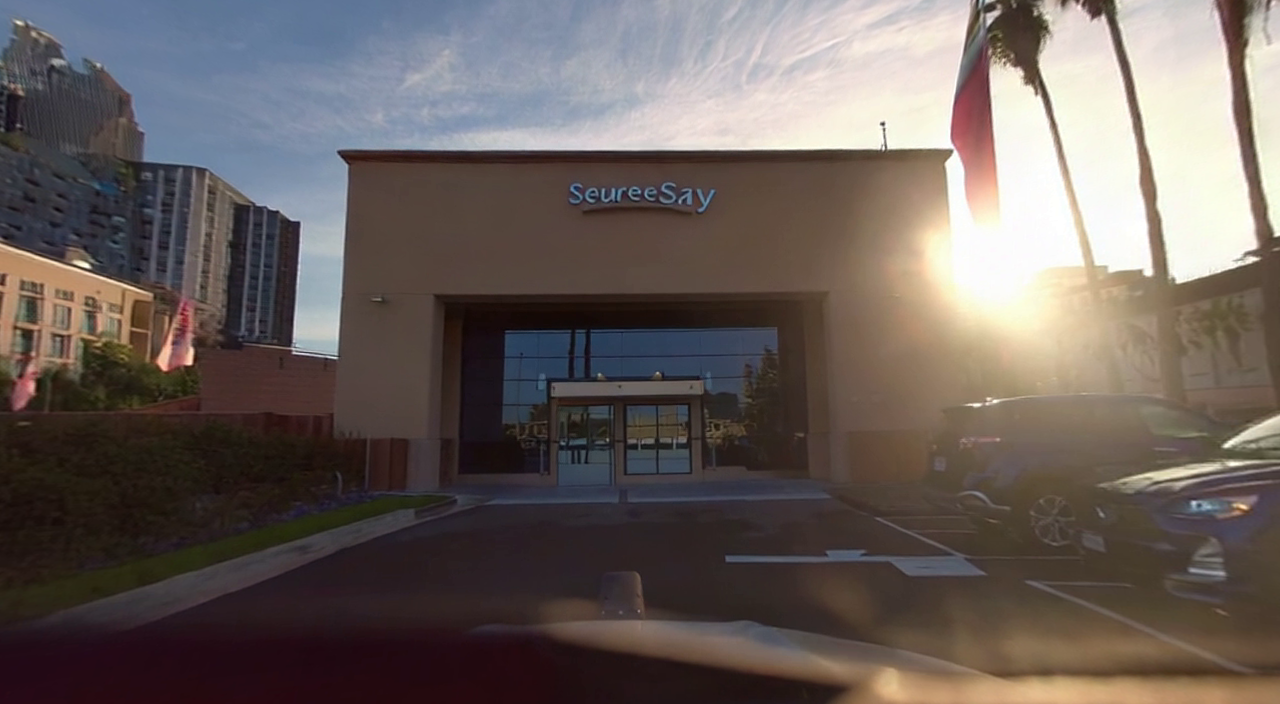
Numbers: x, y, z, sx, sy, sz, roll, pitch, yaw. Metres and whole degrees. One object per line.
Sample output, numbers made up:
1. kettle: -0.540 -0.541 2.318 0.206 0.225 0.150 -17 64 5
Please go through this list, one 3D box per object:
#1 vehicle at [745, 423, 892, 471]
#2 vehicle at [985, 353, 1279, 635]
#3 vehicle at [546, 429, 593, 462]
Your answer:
1. vehicle: 6.849 3.725 24.699 5.254 1.793 1.998 -1 -8 7
2. vehicle: 5.511 0.986 4.779 4.567 1.723 1.926 0 -8 4
3. vehicle: -4.299 5.775 39.132 1.943 1.890 4.472 1 -7 5
